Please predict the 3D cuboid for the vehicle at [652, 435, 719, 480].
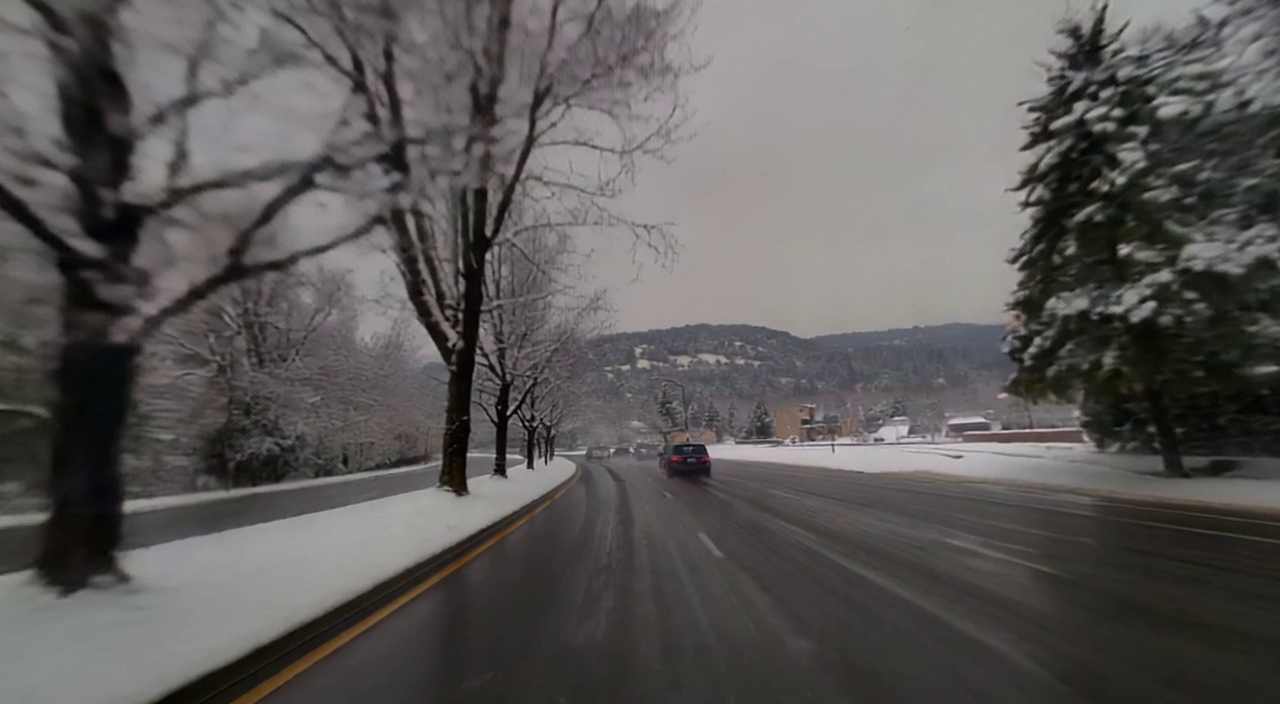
[{"bbox_3d":[1.849,4.509,27.194,2.253,1.756,4.313,0,-8,-4],"label":"vehicle"}]
